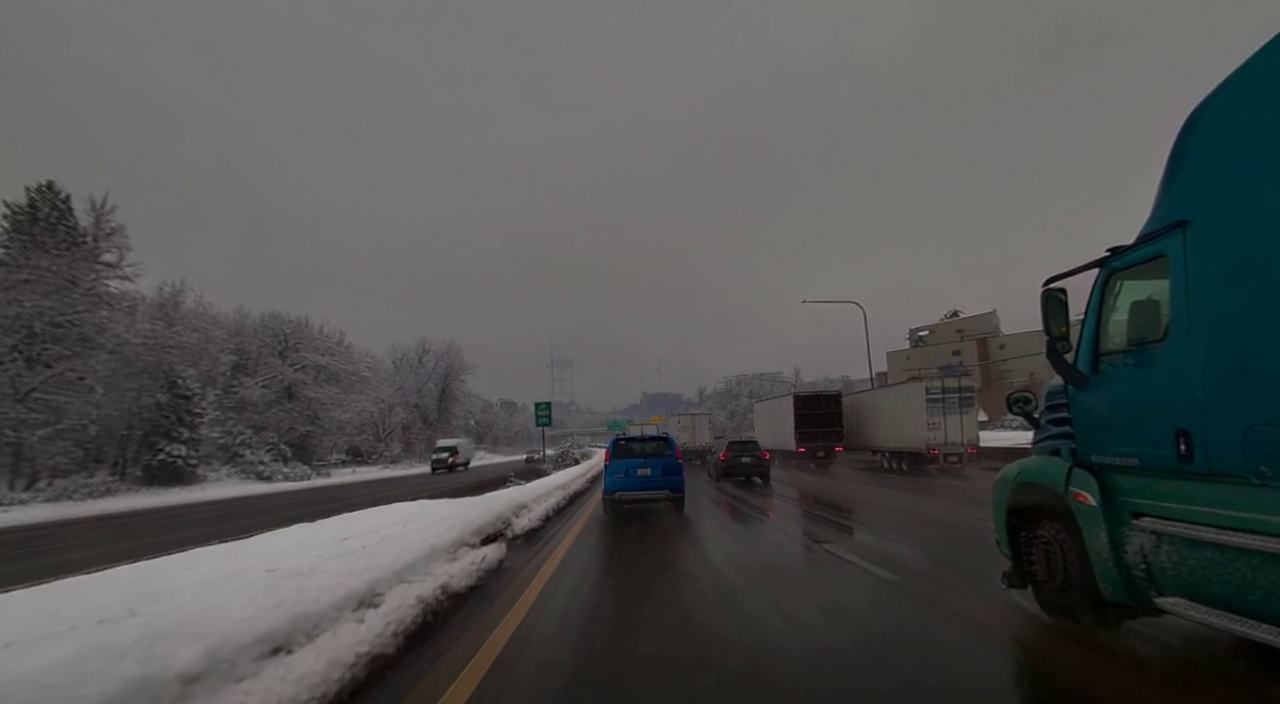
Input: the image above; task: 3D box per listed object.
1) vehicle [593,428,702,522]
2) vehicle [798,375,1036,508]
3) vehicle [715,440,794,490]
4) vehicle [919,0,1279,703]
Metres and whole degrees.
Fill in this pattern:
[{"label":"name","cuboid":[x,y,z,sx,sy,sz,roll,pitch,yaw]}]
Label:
[{"label":"vehicle","cuboid":[0.140,2.486,13.082,1.965,1.664,3.428,0,-9,0]},{"label":"vehicle","cuboid":[8.007,2.953,20.438,2.799,3.188,10.578,0,-9,-1]},{"label":"vehicle","cuboid":[3.806,3.818,21.471,1.859,1.512,3.711,0,-9,-2]},{"label":"vehicle","cuboid":[4.186,-0.030,2.801,2.987,3.877,5.881,0,-9,0]}]
